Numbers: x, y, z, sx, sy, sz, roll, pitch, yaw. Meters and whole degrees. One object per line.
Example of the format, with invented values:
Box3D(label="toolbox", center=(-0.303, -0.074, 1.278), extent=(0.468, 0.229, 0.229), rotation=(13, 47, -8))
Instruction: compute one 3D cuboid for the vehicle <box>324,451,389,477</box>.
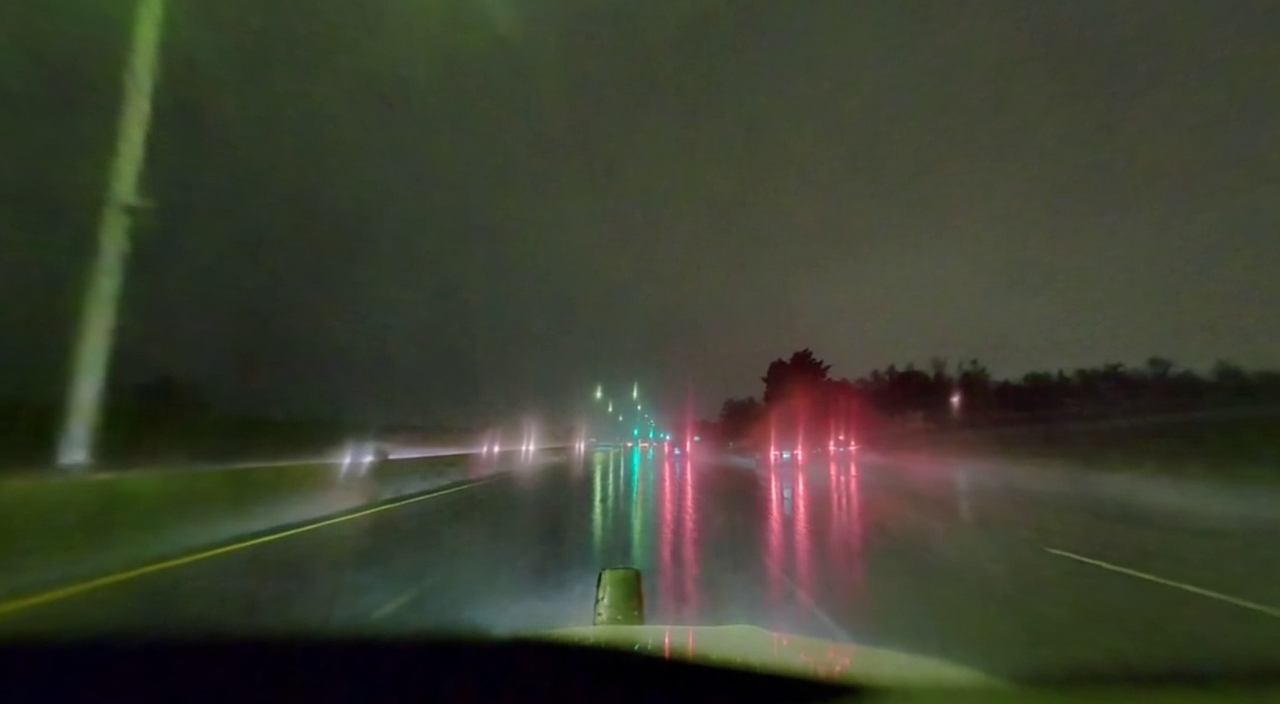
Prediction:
Box3D(label="vehicle", center=(-18.099, 7.118, 40.575), extent=(2.022, 1.453, 4.757), rotation=(0, -8, -1))

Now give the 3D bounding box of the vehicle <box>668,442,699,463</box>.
Box3D(label="vehicle", center=(3.332, 7.800, 49.102), extent=(2.056, 1.553, 4.320), rotation=(0, -8, -1))

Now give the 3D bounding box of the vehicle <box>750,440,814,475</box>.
Box3D(label="vehicle", center=(6.666, 4.975, 30.075), extent=(2.038, 1.528, 3.910), rotation=(0, -8, -1))

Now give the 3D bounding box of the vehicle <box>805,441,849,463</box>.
Box3D(label="vehicle", center=(14.608, 7.827, 49.569), extent=(2.025, 1.595, 4.268), rotation=(0, -8, -1))
